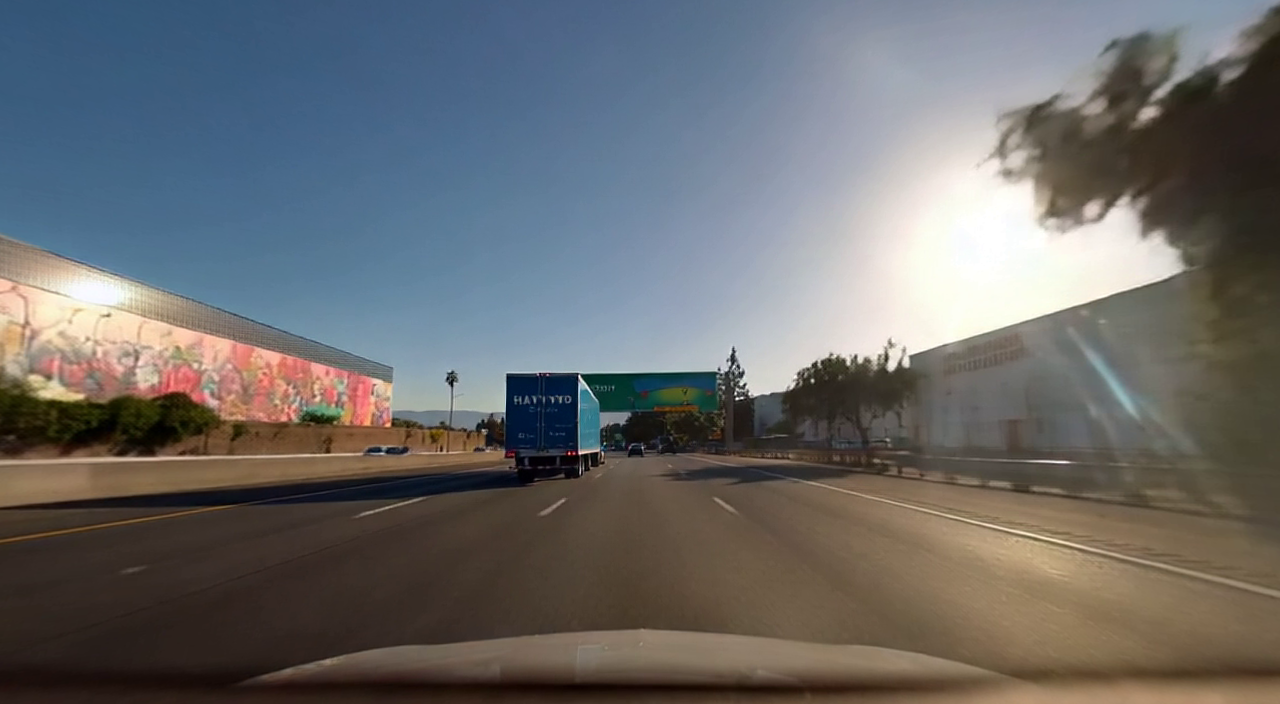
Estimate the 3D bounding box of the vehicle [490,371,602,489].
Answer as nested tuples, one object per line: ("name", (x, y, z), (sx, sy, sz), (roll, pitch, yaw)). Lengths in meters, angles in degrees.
("vehicle", (-3.522, 3.233, 26.367), (2.977, 4.048, 8.890), (1, -7, 2))
